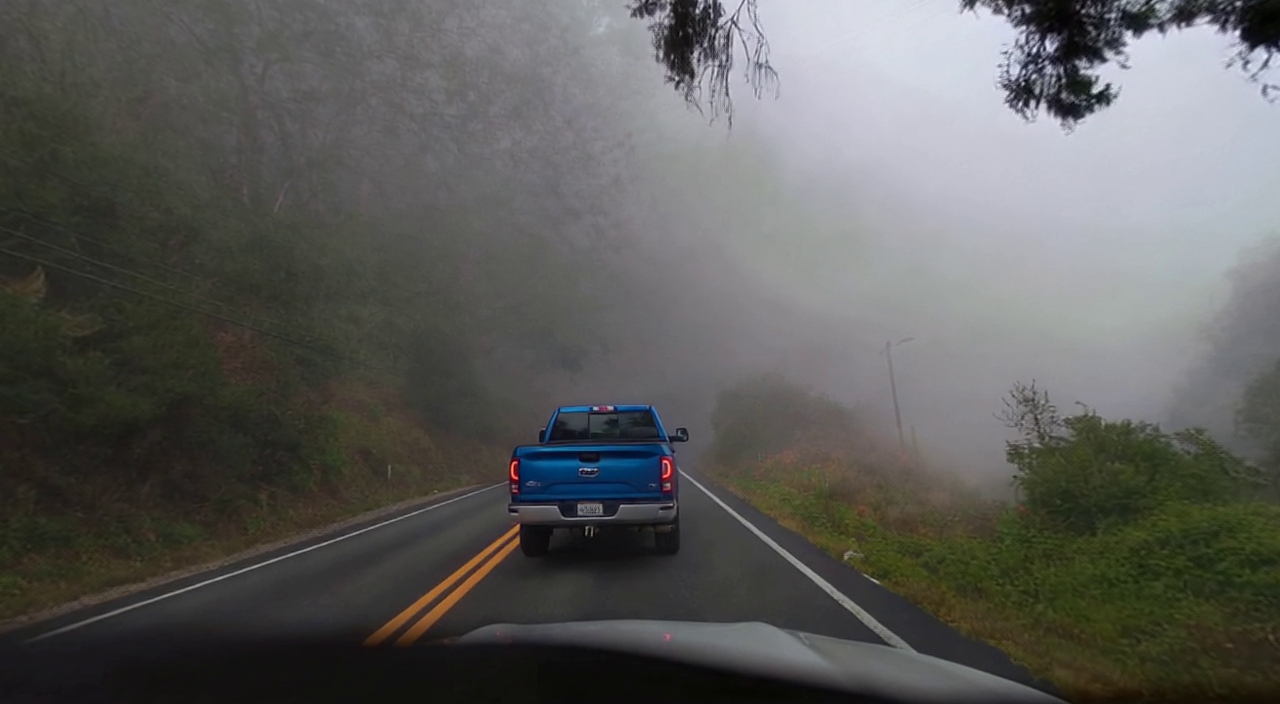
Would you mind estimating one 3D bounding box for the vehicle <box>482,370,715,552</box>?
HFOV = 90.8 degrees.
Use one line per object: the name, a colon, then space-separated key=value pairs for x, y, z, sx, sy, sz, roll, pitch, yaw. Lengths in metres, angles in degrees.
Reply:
vehicle: x=-0.552 y=1.762 z=10.761 sx=2.837 sy=2.223 sz=5.885 roll=0 pitch=-8 yaw=-1
